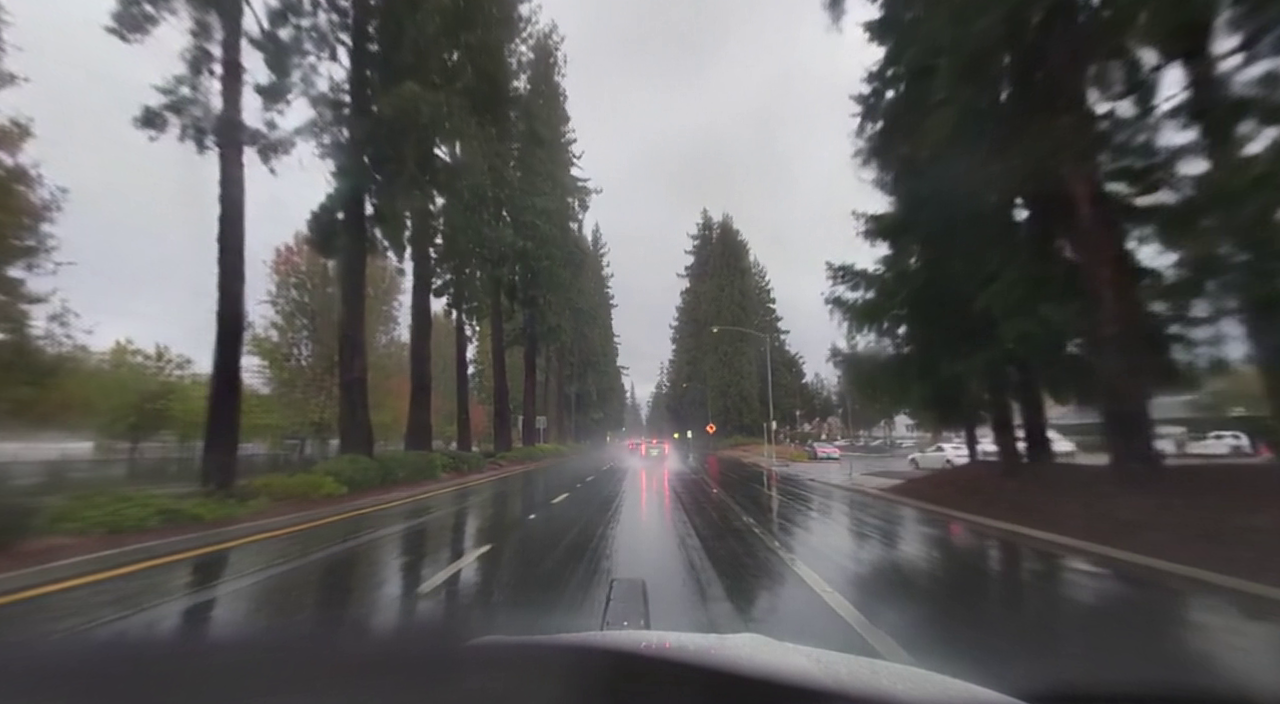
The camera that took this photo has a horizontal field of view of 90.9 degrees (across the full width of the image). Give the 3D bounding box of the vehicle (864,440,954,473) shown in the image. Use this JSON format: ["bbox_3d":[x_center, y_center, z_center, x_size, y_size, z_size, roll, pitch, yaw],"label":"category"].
[{"bbox_3d":[15.903,6.148,37.357,4.413,1.471,1.823,-5,-7,0],"label":"vehicle"}]

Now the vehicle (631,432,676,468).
[{"bbox_3d":[0.667,4.977,31.965,2.135,1.691,3.884,0,-9,1],"label":"vehicle"}]

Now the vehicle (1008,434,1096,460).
[{"bbox_3d":[28.765,6.669,44.131,4.688,1.748,2.099,0,-9,-2],"label":"vehicle"}]

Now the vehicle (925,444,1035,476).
[{"bbox_3d":[15.522,4.938,28.911,3.913,1.384,1.893,0,-9,1],"label":"vehicle"}]

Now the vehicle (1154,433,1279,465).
[{"bbox_3d":[28.803,4.831,31.411,4.576,1.490,1.896,0,-9,1],"label":"vehicle"}]
